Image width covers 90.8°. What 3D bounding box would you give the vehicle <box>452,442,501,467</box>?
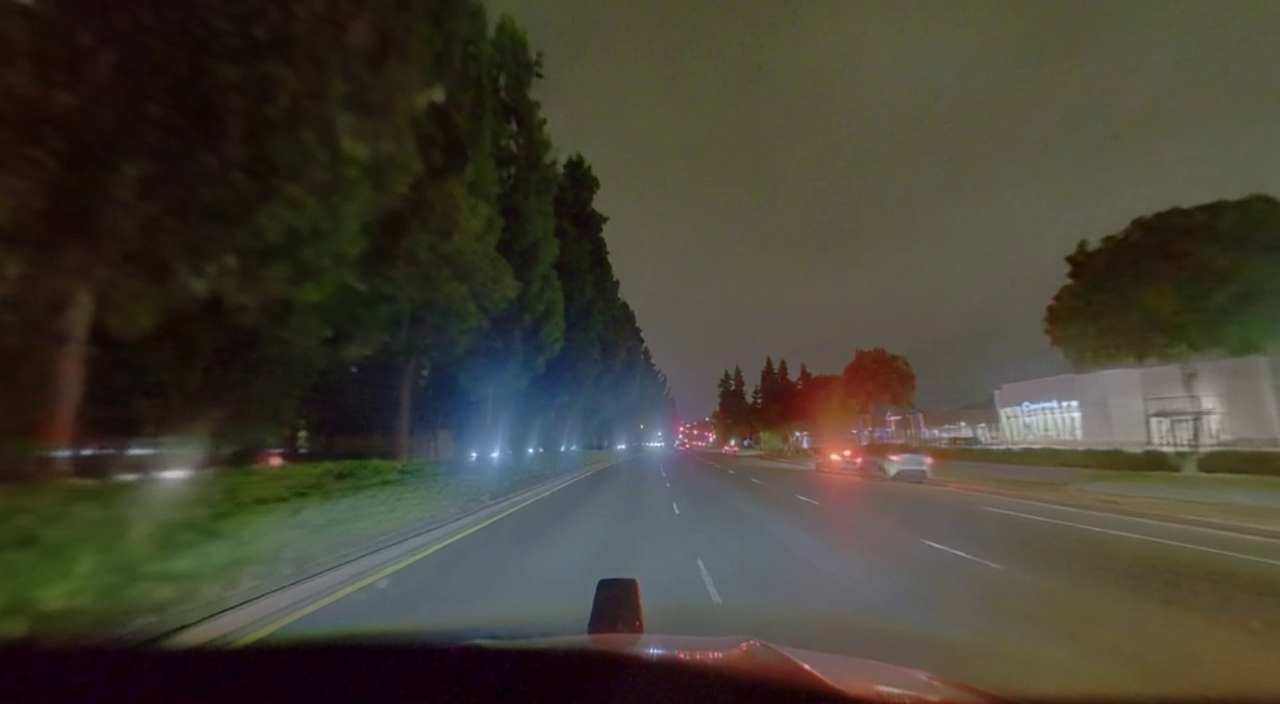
[{"bbox_3d":[-10.337,6.529,40.389,1.864,1.497,4.604,0,-9,1],"label":"vehicle"}]

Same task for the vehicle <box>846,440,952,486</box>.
[{"bbox_3d":[9.051,3.913,22.574,2.022,1.449,4.706,-1,-9,3],"label":"vehicle"}]
